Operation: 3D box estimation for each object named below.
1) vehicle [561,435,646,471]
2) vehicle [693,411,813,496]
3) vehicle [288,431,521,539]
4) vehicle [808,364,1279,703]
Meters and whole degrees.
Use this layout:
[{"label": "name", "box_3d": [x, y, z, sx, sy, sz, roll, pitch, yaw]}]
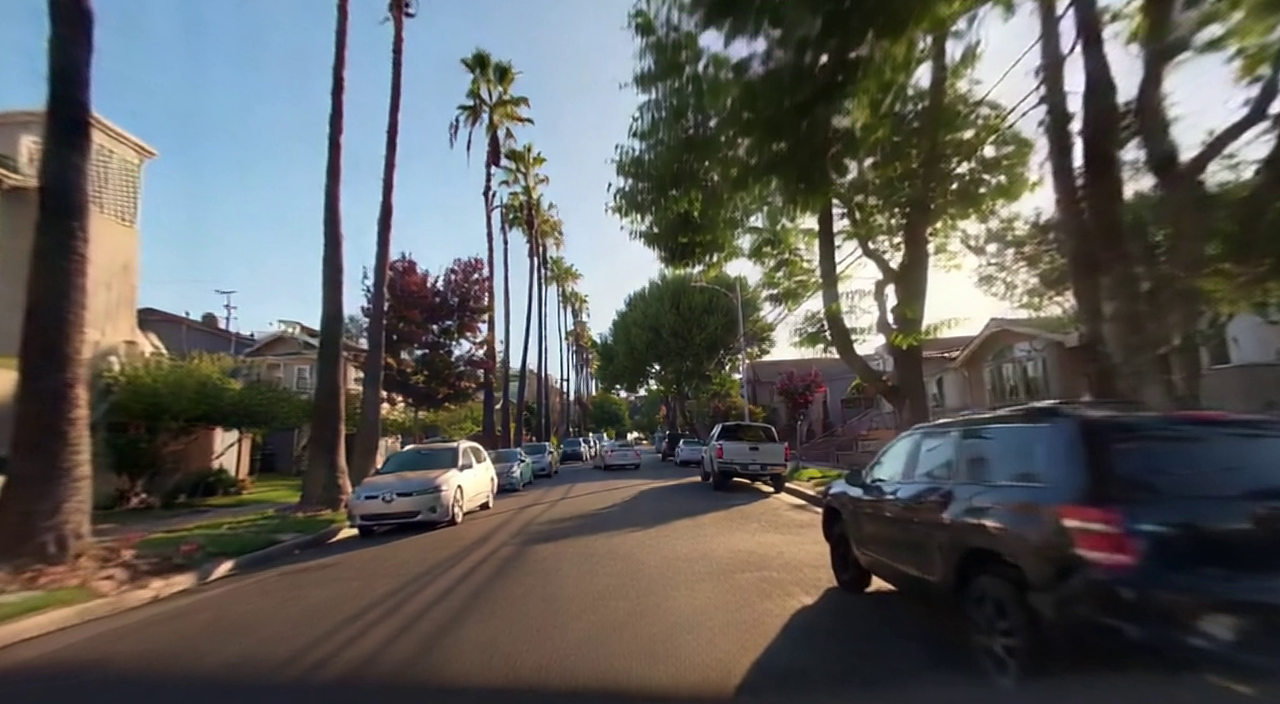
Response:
[{"label": "vehicle", "box_3d": [-1.782, 4.646, 29.314, 2.081, 1.483, 4.599, 4, -9, -30]}, {"label": "vehicle", "box_3d": [2.923, 2.814, 17.796, 2.292, 1.981, 5.277, 0, -8, -1]}, {"label": "vehicle", "box_3d": [-3.965, 2.341, 11.966, 2.130, 1.543, 5.386, -1, -8, 3]}, {"label": "vehicle", "box_3d": [2.903, 1.173, 4.595, 2.060, 1.614, 4.652, -1, -8, 0]}]
